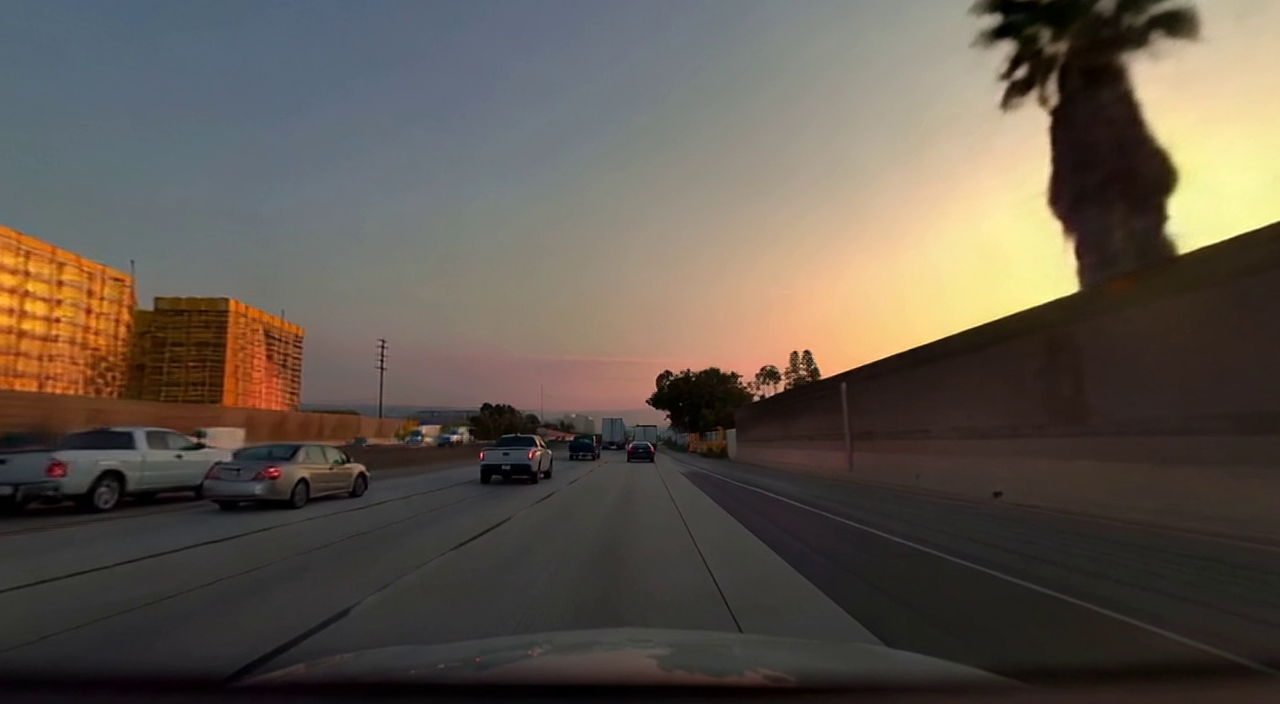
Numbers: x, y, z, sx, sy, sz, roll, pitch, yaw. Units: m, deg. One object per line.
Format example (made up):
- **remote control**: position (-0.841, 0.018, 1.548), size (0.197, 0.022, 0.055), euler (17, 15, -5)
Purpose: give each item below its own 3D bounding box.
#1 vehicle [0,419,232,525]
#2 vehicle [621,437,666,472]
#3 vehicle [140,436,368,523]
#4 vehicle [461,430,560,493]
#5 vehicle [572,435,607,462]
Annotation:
- **vehicle**: position (-11.636, 2.487, 13.675), size (2.077, 1.829, 5.101), euler (0, -8, 1)
- **vehicle**: position (0.184, 5.207, 32.256), size (2.136, 1.678, 4.052), euler (0, -8, 0)
- **vehicle**: position (-7.645, 2.543, 13.165), size (1.949, 1.476, 4.410), euler (0, -8, 0)
- **vehicle**: position (-3.942, 3.408, 20.052), size (2.108, 1.740, 4.549), euler (0, -8, 1)
- **vehicle**: position (-3.764, 7.351, 48.070), size (2.203, 1.958, 4.848), euler (-1, -8, 1)
